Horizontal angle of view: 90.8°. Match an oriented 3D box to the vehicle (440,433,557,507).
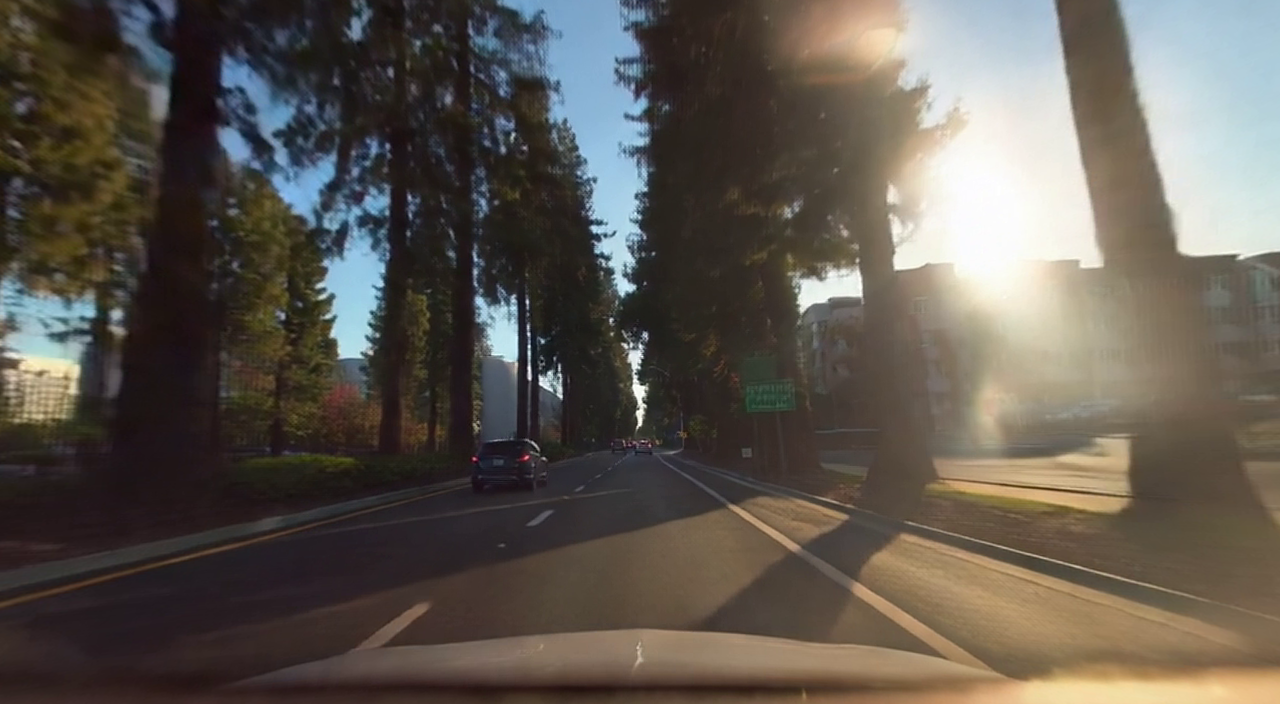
[{"bbox_3d":[-3.364,2.898,15.924,1.942,1.588,4.172,0,-9,1],"label":"vehicle"}]
